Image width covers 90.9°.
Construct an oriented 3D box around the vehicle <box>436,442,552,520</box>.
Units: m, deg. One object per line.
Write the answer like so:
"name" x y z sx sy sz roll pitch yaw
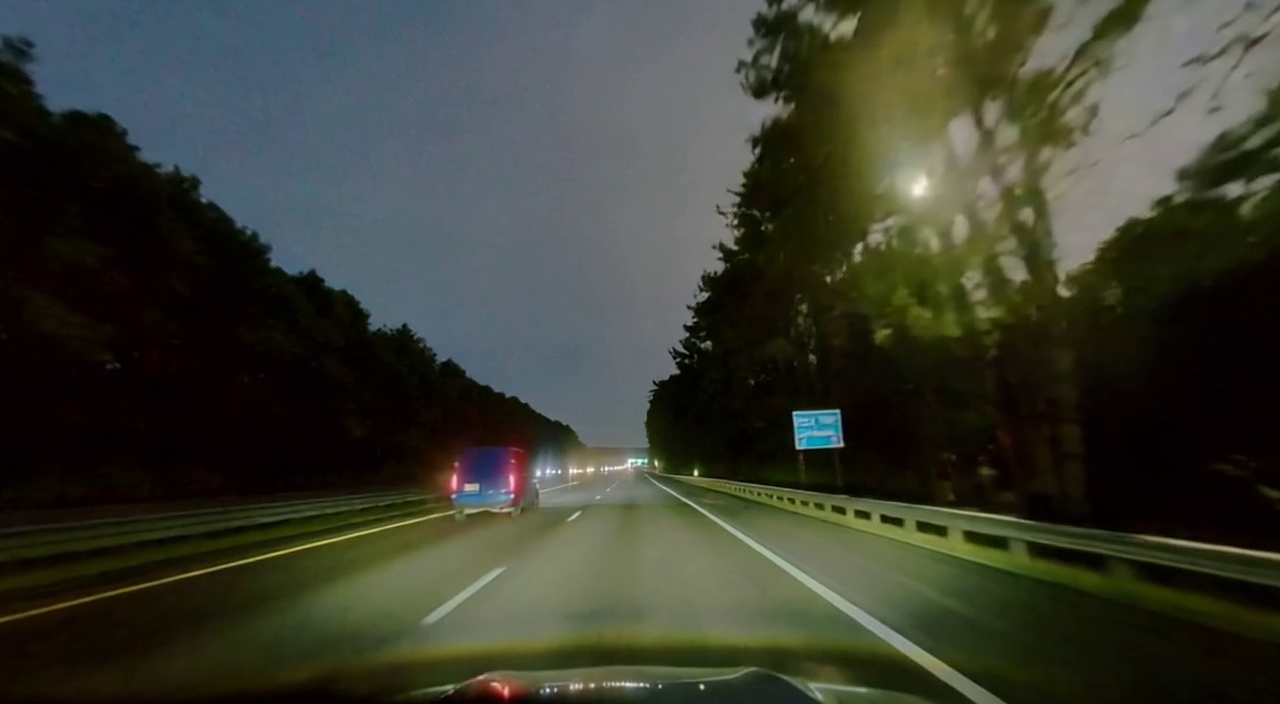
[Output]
"vehicle" -3.857 3.557 17.639 2.100 1.824 4.634 1 -10 0
